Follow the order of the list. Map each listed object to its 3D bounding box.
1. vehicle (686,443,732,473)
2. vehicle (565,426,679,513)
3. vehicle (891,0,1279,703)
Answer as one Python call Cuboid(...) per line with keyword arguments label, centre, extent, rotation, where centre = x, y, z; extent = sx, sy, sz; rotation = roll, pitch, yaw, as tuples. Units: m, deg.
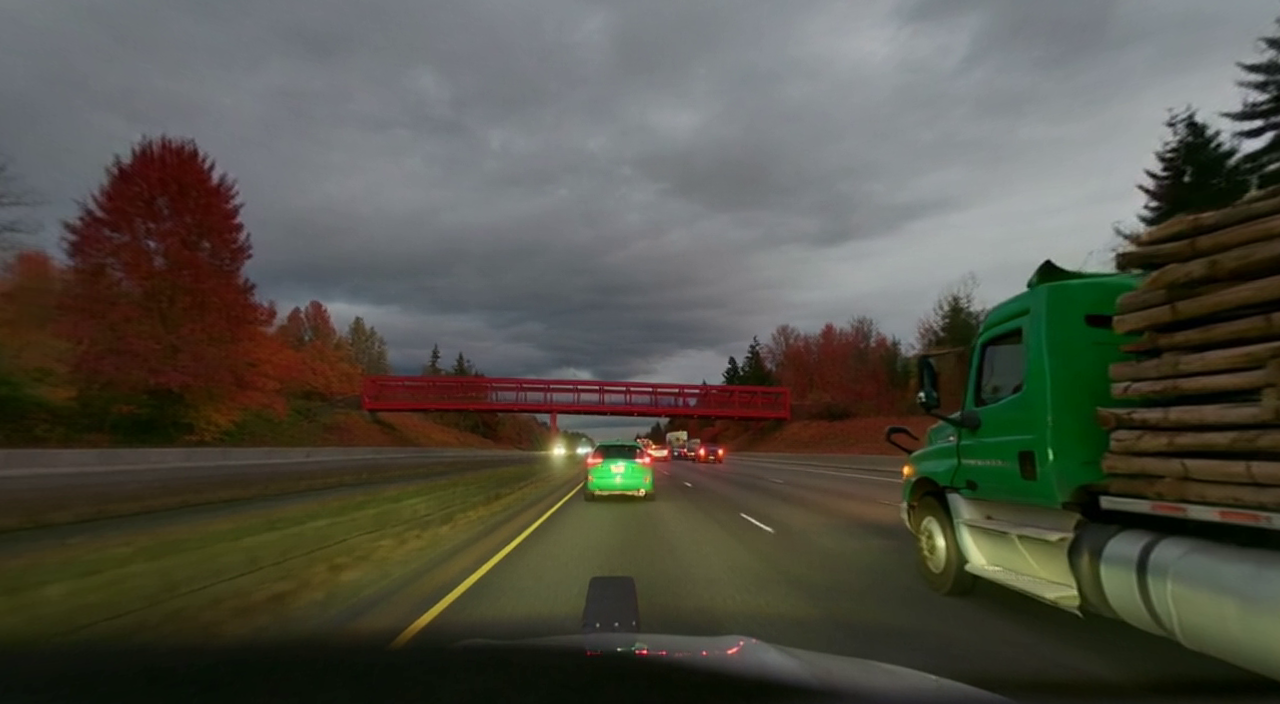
Cuboid(label="vehicle", centre=(3.690, 5.714, 34.021), extent=(1.894, 1.487, 3.751), rotation=(0, -9, -2))
Cuboid(label="vehicle", centre=(-0.370, 2.662, 14.574), extent=(2.259, 1.699, 4.015), rotation=(0, -9, 0))
Cuboid(label="vehicle", centre=(4.191, -0.291, 1.960), extent=(2.992, 3.920, 8.831), rotation=(0, -9, 0))
